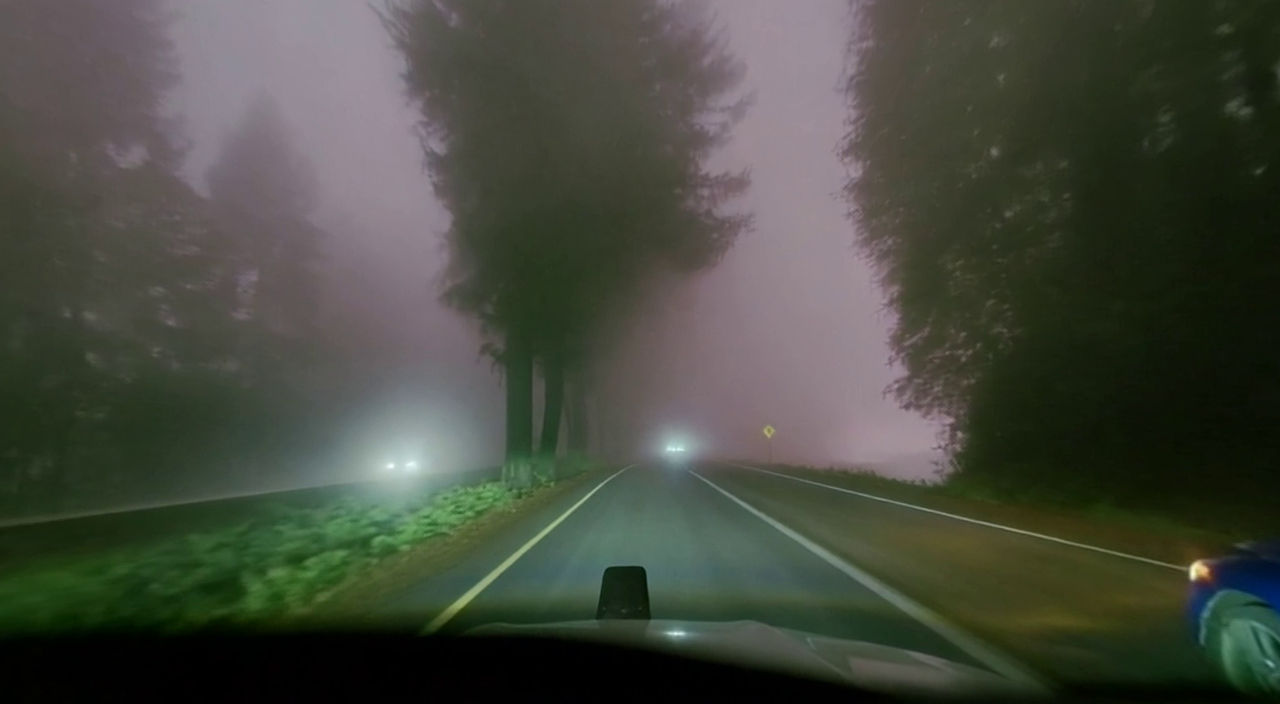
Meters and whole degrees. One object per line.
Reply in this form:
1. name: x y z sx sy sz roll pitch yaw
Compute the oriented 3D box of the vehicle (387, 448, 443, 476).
1. vehicle: -15.475 7.602 43.728 2.010 1.801 4.777 0 -9 1
